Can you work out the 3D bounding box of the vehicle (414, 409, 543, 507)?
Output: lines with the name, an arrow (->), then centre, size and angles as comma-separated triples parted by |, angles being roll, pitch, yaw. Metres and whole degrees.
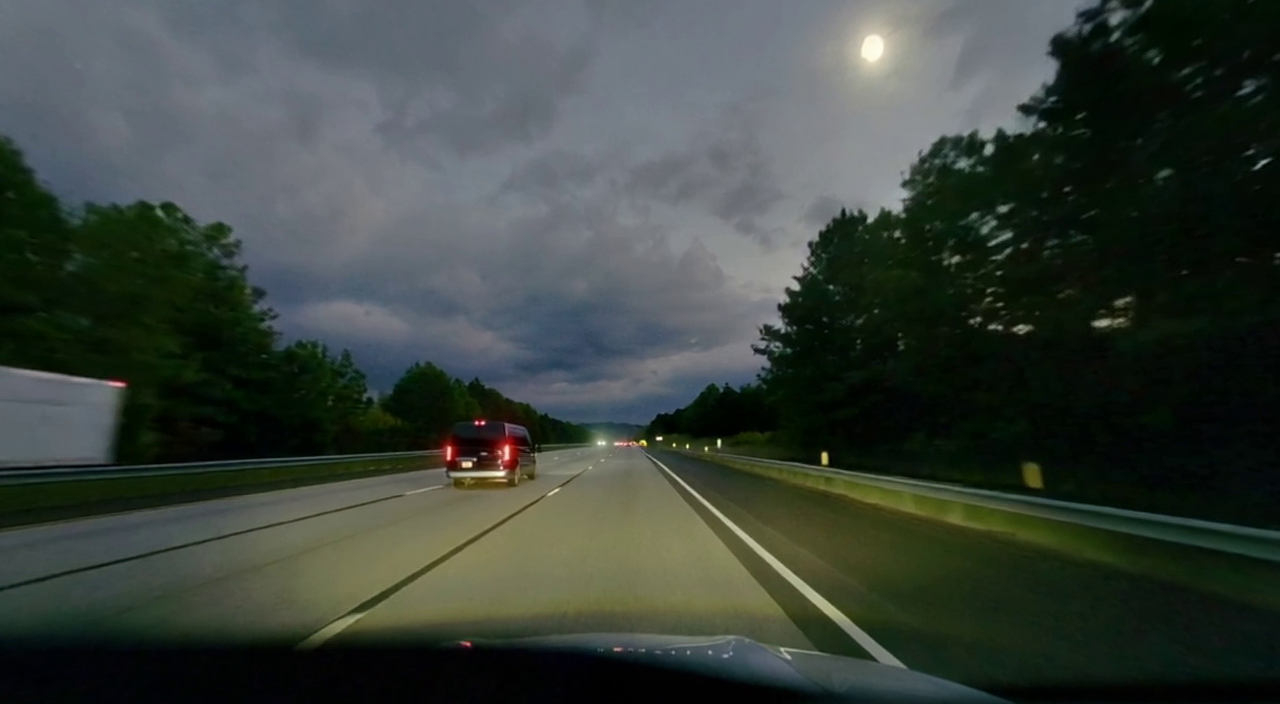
vehicle -> -3.750, 2.564, 15.617 | 1.976, 2.029, 4.737 | -1, -8, 0
